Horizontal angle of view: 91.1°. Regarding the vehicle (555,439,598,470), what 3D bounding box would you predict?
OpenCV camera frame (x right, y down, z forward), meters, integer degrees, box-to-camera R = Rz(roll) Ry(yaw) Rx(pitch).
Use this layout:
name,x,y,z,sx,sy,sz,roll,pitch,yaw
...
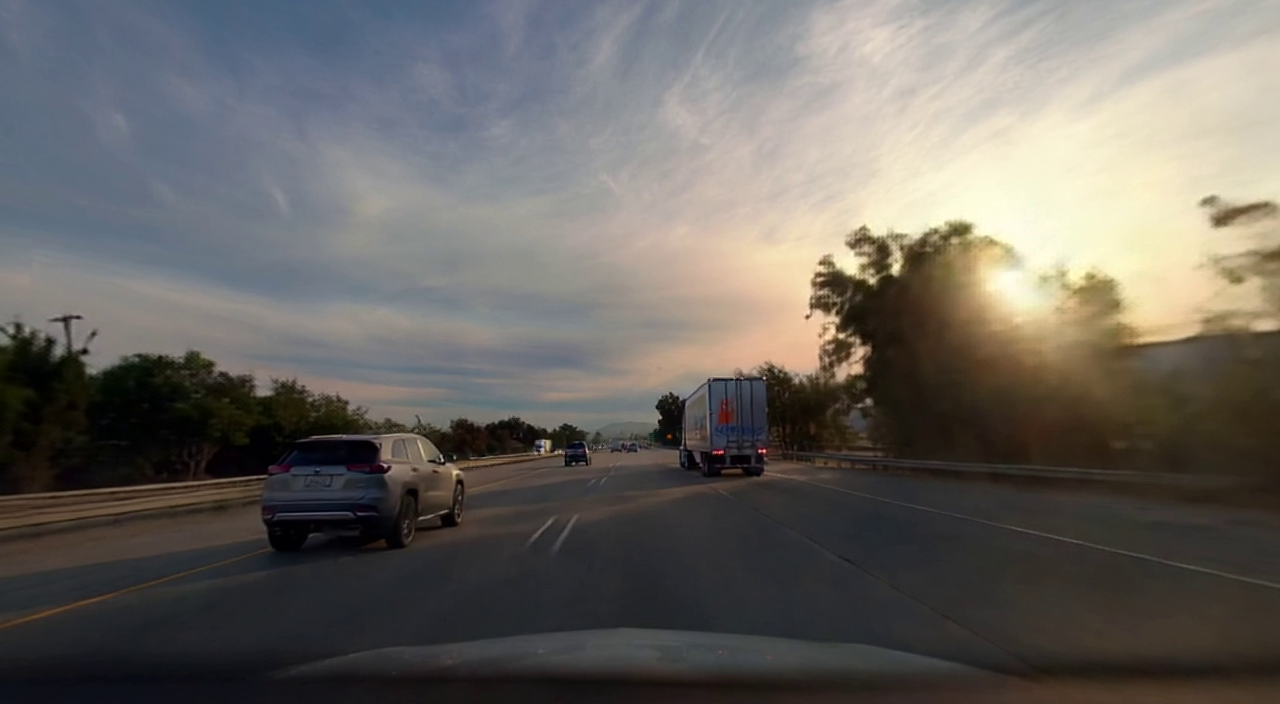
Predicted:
name,x,y,z,sx,sy,sz,roll,pitch,yaw
vehicle,-3.689,6.088,37.352,2.139,1.716,4.530,0,-9,0

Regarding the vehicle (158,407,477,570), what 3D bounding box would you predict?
name,x,y,z,sx,sy,sz,roll,pitch,yaw
vehicle,-4.128,1.841,9.239,2.202,1.760,4.617,0,-9,0

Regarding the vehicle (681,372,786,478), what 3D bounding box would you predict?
name,x,y,z,sx,sy,sz,roll,pitch,yaw
vehicle,4.167,3.963,32.128,2.998,4.236,13.886,0,-9,-1
